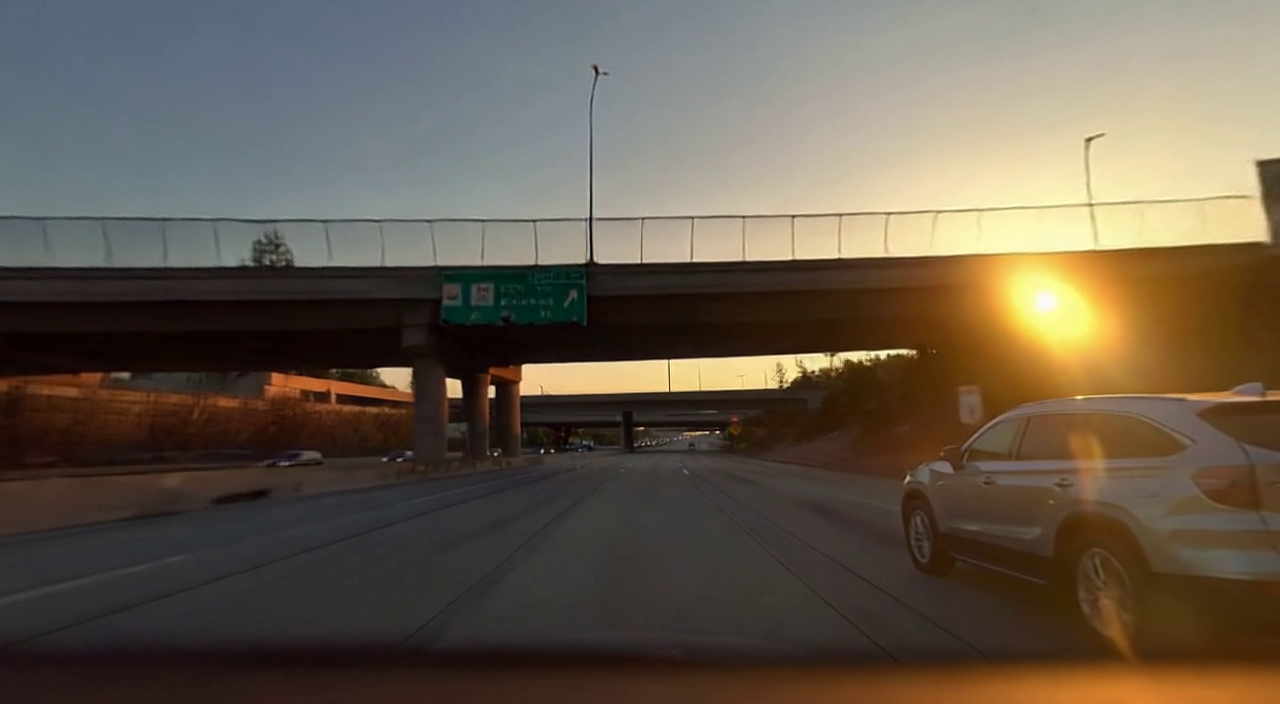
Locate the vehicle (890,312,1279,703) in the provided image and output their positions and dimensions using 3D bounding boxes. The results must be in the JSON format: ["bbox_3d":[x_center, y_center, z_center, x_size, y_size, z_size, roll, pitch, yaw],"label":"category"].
[{"bbox_3d":[3.527,0.955,4.022,2.019,1.732,4.579,0,-9,1],"label":"vehicle"}]

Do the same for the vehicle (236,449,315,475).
[{"bbox_3d":[-26.471,7.998,46.018,2.082,1.711,5.080,-2,-9,10],"label":"vehicle"}]
